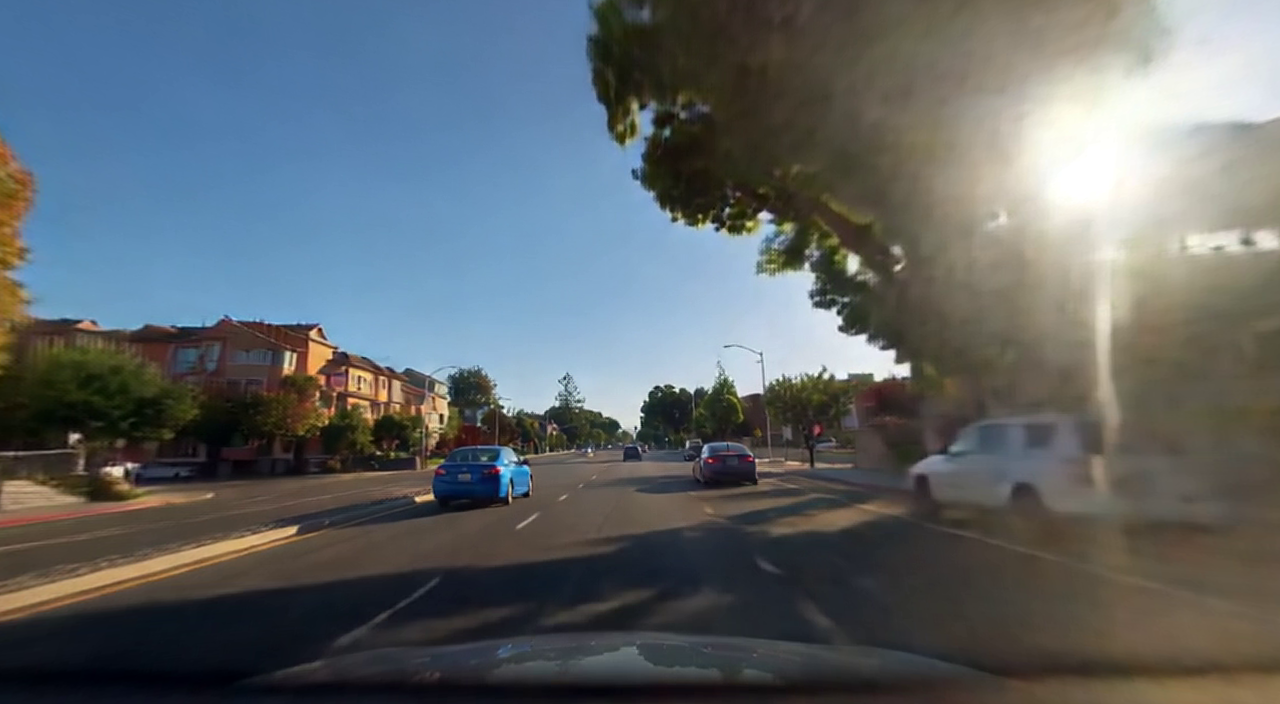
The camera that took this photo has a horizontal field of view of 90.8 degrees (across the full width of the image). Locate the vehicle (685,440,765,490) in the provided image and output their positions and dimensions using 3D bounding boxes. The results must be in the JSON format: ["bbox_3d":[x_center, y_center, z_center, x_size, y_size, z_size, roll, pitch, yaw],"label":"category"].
[{"bbox_3d":[2.697,3.696,21.016,1.978,1.471,4.426,0,-9,-1],"label":"vehicle"}]

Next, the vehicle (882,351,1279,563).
[{"bbox_3d":[6.061,1.567,9.865,2.394,2.400,5.209,0,-9,0],"label":"vehicle"}]

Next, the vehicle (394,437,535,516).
[{"bbox_3d":[-3.834,2.781,14.630,2.062,1.527,4.044,0,-9,0],"label":"vehicle"}]
